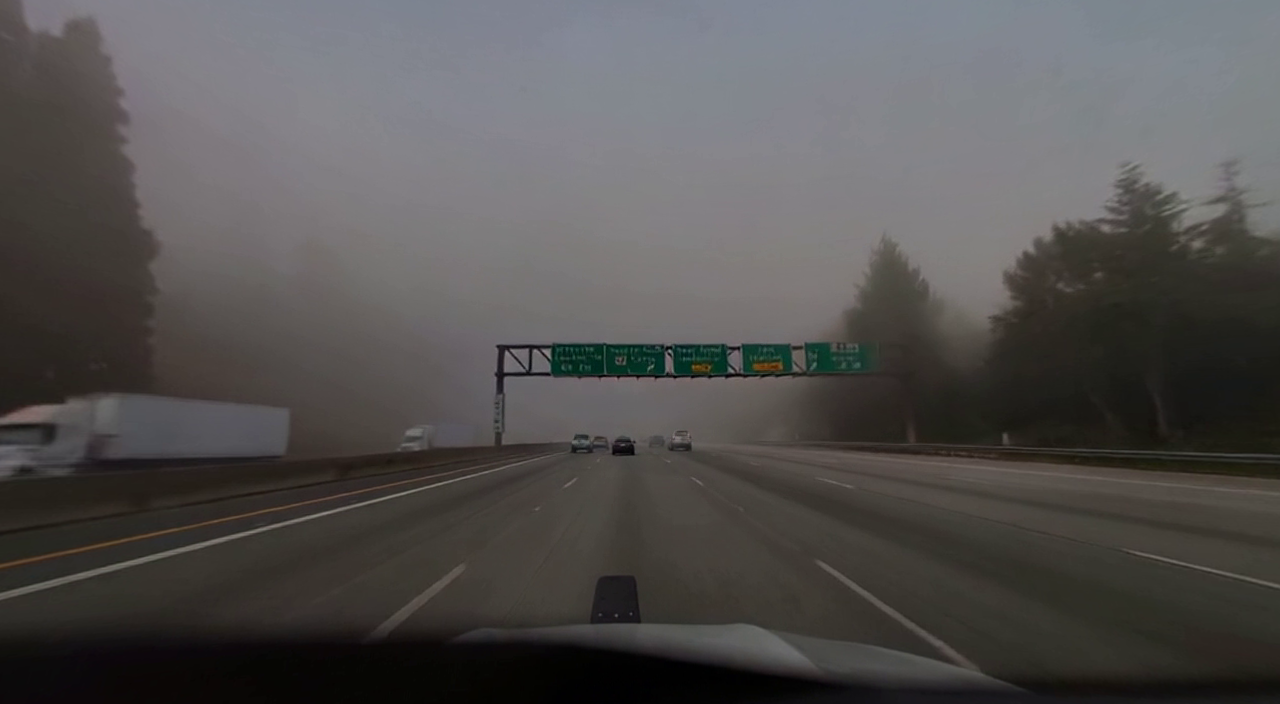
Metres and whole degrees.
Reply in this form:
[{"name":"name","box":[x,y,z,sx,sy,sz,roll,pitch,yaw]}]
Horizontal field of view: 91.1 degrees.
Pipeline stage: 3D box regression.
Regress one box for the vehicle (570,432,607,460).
[{"name":"vehicle","box":[-3.123,5.780,38.705,2.119,1.629,3.946,0,-8,-2]}]

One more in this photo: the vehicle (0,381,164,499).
[{"name":"vehicle","box":[-21.630,3.244,23.414,2.957,3.789,5.977,0,-8,-1]}]

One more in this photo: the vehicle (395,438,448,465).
[{"name":"vehicle","box":[-13.883,6.349,40.250,1.955,1.610,4.076,0,-8,0]}]

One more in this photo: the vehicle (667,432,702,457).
[{"name":"vehicle","box":[3.132,6.616,45.172,2.066,1.673,4.225,0,-8,-2]}]
